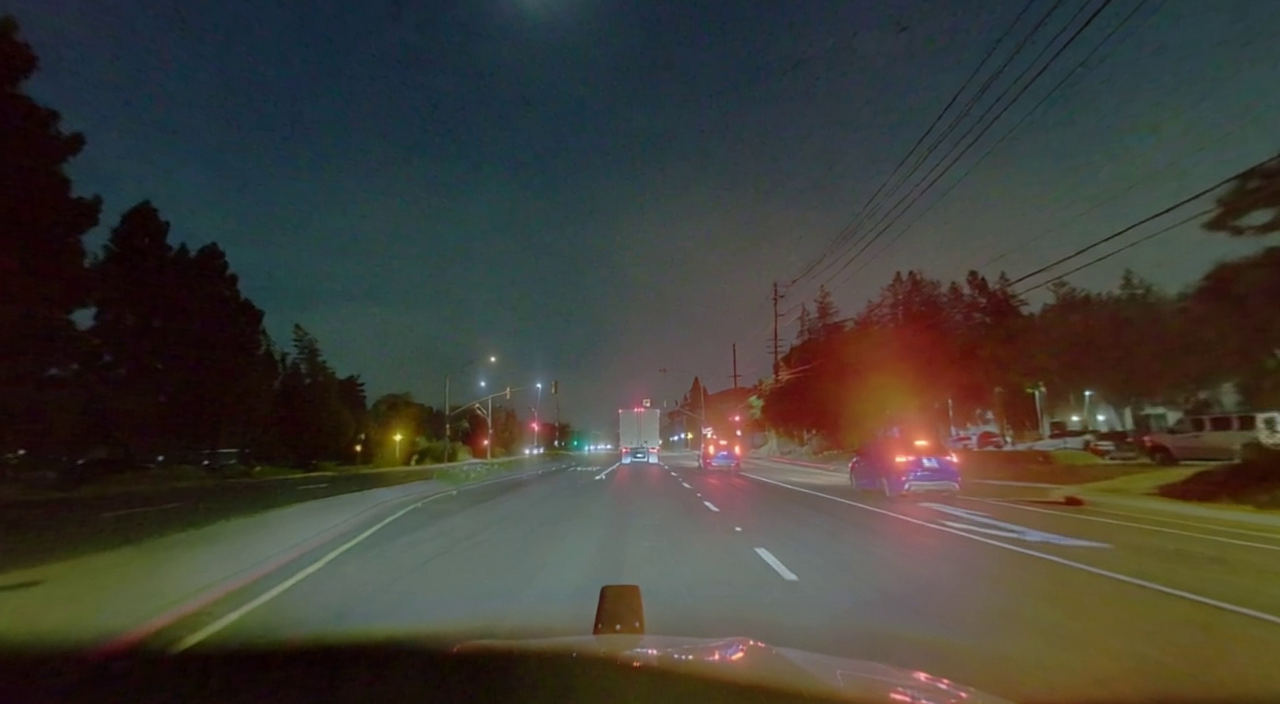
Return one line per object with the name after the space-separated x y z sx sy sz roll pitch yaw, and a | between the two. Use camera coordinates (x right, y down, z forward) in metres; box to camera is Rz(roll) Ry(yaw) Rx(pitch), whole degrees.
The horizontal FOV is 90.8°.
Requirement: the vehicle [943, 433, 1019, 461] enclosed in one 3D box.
20.541 5.757 38.326 2.010 1.567 4.519 0 -9 -1 | vehicle

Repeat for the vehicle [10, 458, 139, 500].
-26.116 5.853 29.438 2.188 1.669 4.546 1 -9 -8 | vehicle

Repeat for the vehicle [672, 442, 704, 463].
3.661 7.734 48.743 2.146 1.474 4.564 0 -9 0 | vehicle

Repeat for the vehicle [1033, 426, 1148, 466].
20.819 4.390 29.460 1.917 1.682 4.575 0 -9 -1 | vehicle

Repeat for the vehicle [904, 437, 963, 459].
20.700 6.790 44.790 1.887 1.448 4.723 0 -9 0 | vehicle

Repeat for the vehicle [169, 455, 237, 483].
-31.294 8.321 45.423 2.099 1.801 4.957 1 -9 -11 | vehicle

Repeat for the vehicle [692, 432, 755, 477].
3.570 4.508 27.966 2.086 1.803 4.607 0 -9 -1 | vehicle

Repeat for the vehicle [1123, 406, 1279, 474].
20.741 3.146 22.382 2.529 2.086 5.902 0 -9 0 | vehicle

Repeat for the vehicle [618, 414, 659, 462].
-0.096 6.665 48.467 2.889 3.347 8.285 0 -9 0 | vehicle
